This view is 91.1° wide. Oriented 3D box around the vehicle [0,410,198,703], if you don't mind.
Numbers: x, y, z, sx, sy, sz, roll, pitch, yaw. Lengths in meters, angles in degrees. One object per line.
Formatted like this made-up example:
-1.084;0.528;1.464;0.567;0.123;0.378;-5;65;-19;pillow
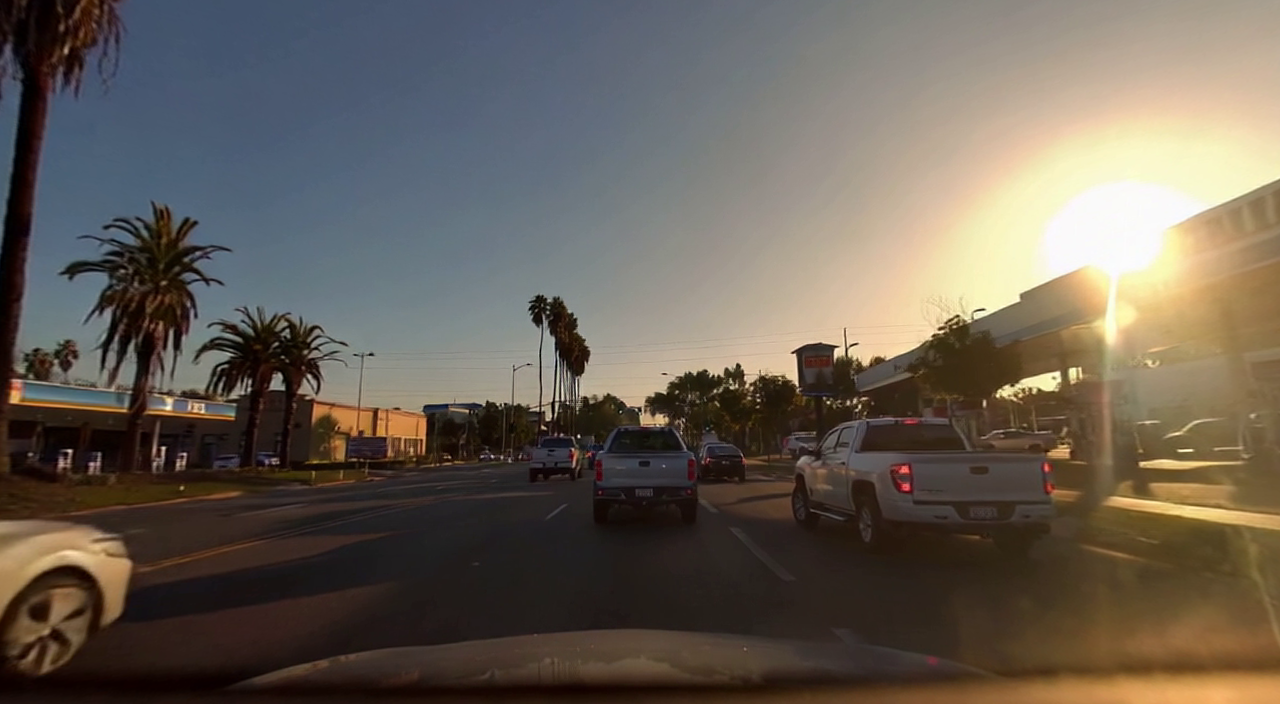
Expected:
-4.073;0.877;1.927;1.983;1.502;4.720;0;-9;0;vehicle

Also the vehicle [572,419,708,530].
0.060;2.475;13.374;2.295;1.835;5.471;0;-9;1;vehicle

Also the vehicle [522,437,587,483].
-3.606;4.652;27.445;2.071;1.811;4.605;0;-9;2;vehicle

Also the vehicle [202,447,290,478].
-29.104;8.147;46.722;2.543;2.092;6.613;0;-9;-3;vehicle

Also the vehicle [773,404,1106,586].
3.612;1.855;9.165;2.120;1.828;5.531;0;-9;0;vehicle

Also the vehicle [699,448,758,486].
3.539;4.672;25.816;1.901;1.401;3.965;0;-9;1;vehicle
